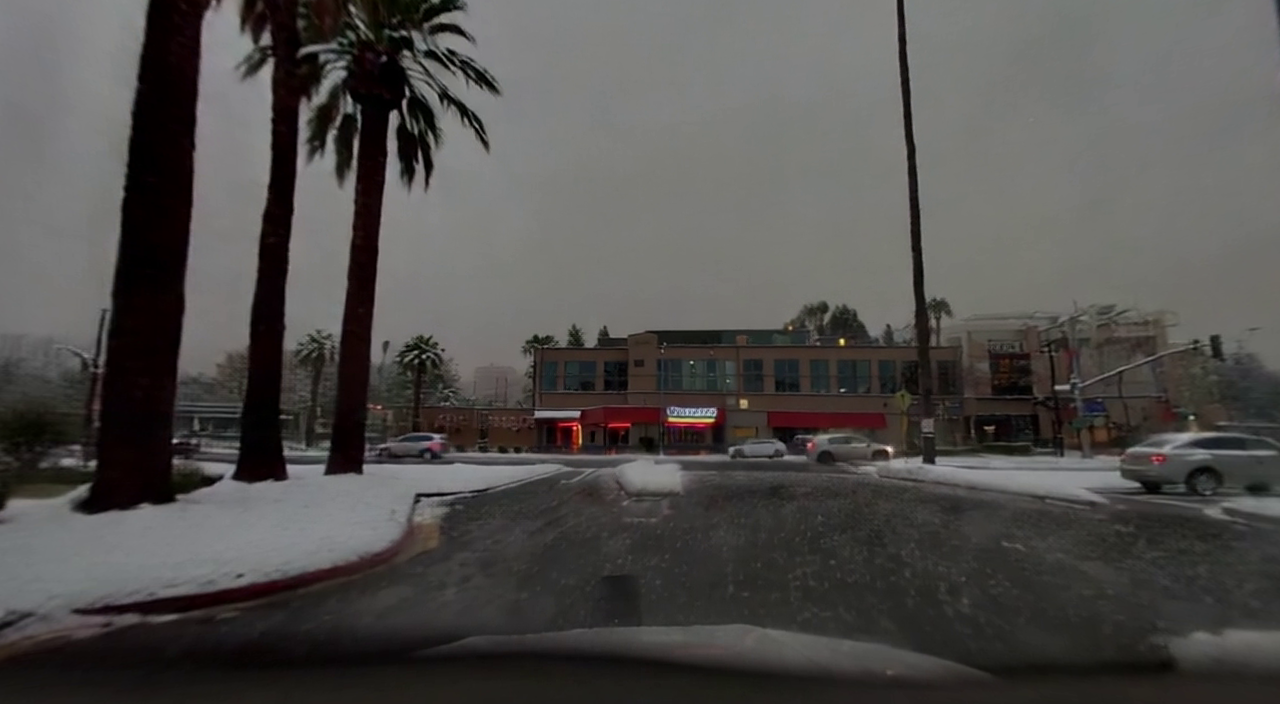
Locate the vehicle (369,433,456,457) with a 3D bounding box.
[{"bbox_3d":[-14.289,5.869,39.869,4.850,1.472,1.777,1,-9,-4],"label":"vehicle"}]

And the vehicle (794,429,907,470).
[{"bbox_3d":[9.335,4.362,28.291,4.211,1.756,2.158,1,-9,-4],"label":"vehicle"}]

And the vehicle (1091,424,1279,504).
[{"bbox_3d":[13.195,2.592,14.986,1.870,1.611,3.978,1,-9,-3],"label":"vehicle"}]
